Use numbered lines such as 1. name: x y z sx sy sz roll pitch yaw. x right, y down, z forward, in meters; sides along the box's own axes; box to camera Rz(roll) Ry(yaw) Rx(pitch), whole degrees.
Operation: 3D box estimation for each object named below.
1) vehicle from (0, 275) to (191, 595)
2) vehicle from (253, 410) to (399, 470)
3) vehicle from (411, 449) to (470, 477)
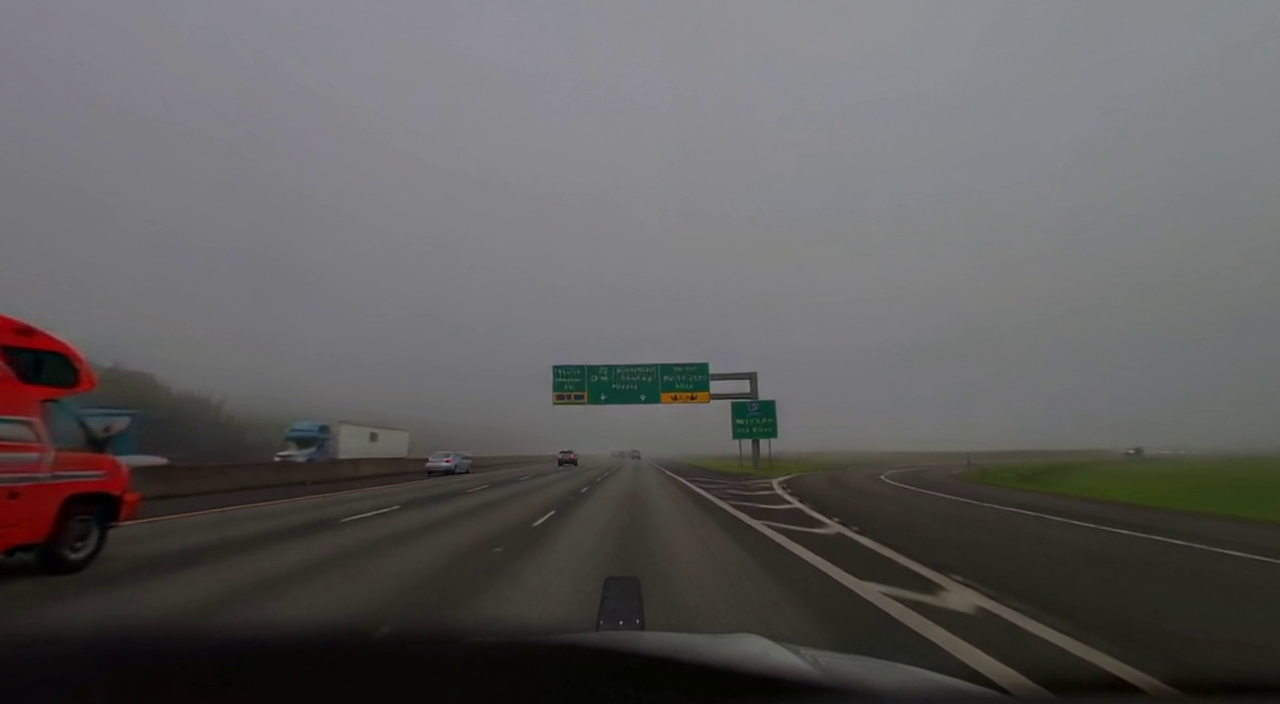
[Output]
1. vehicle: -7.307 0.561 4.457 2.747 2.934 7.411 0 -9 0
2. vehicle: -23.452 7.035 48.991 3.035 3.827 16.346 -1 -9 0
3. vehicle: -11.420 6.359 36.470 1.981 1.503 4.207 0 -9 1
